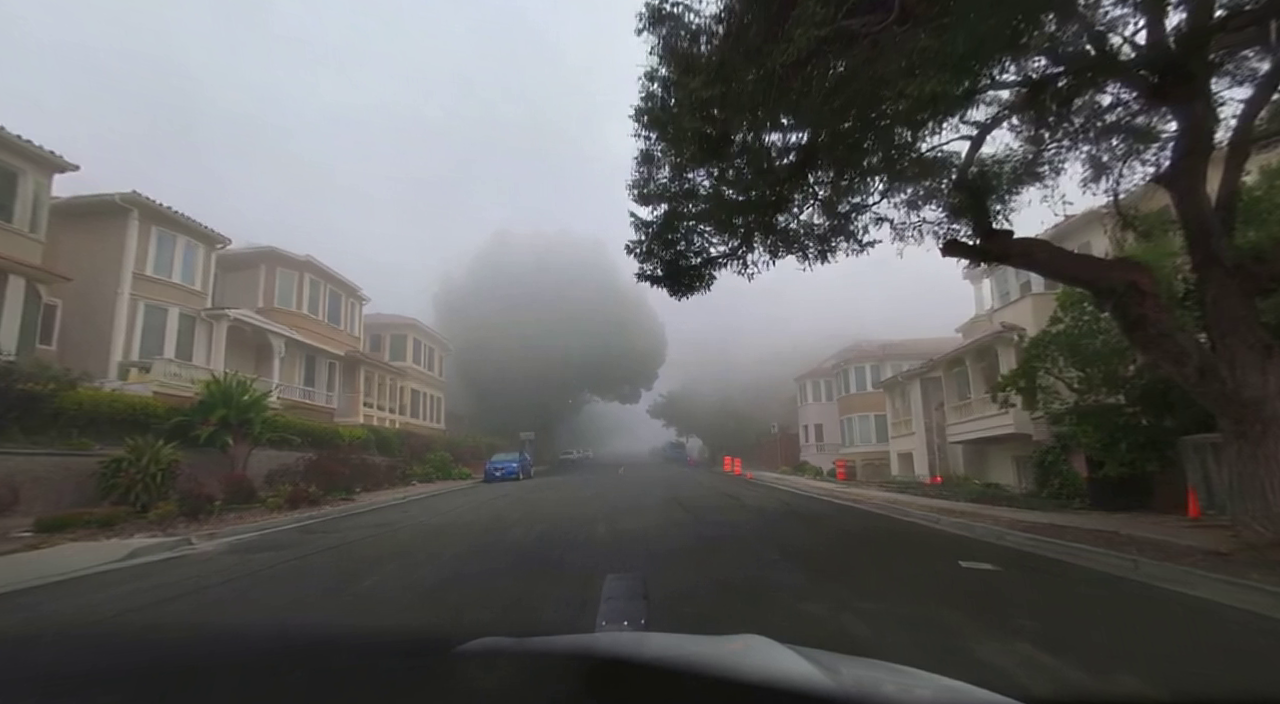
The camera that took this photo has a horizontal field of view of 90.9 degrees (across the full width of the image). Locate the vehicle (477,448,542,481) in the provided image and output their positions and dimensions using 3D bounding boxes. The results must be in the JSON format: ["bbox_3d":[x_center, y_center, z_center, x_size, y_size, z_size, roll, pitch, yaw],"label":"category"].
[{"bbox_3d":[-6.387,5.526,31.348,2.137,1.481,4.503,0,-9,2],"label":"vehicle"}]
